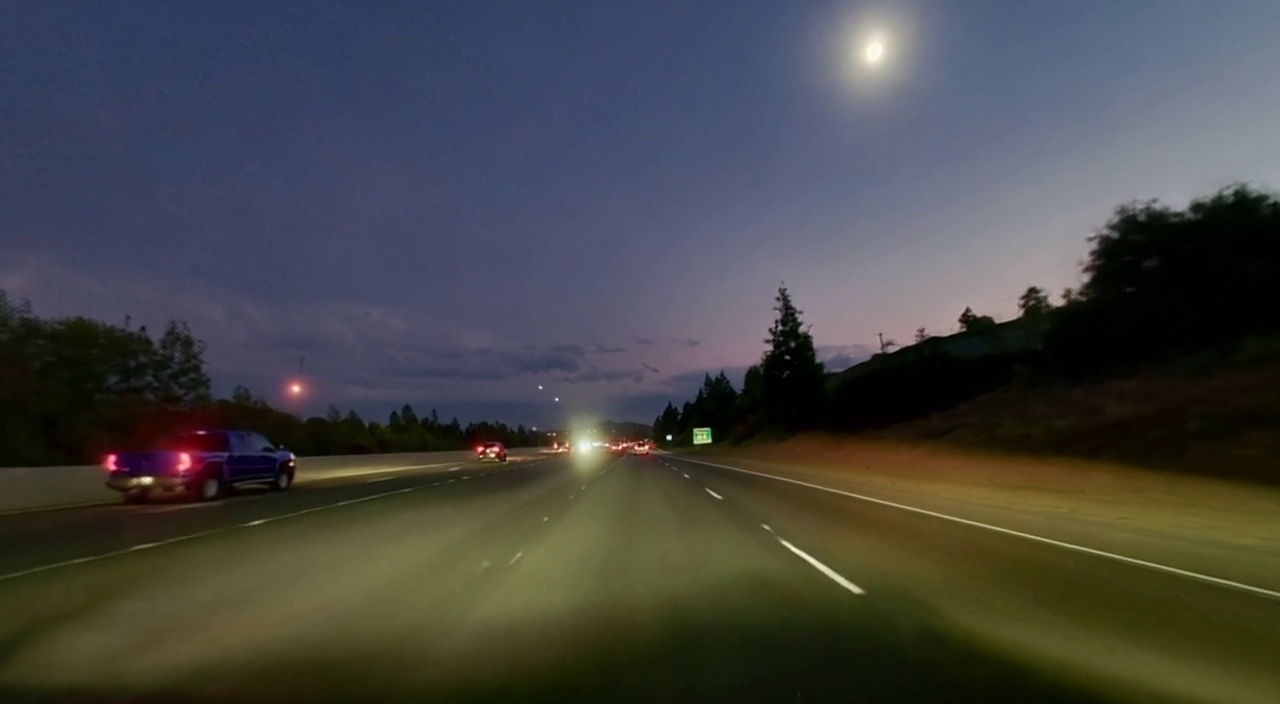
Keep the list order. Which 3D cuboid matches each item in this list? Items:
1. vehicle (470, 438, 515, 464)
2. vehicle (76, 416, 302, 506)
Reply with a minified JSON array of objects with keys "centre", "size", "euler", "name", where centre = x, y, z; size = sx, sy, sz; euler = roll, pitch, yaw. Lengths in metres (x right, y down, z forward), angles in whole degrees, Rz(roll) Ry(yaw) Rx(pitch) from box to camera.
[{"centre":[-11.033,7.441,47.547],"size":[2.195,1.795,4.659],"euler":[0,-9,1],"name":"vehicle"},{"centre":[-10.795,2.649,15.757],"size":[2.012,1.875,4.895],"euler":[0,-9,-1],"name":"vehicle"}]
